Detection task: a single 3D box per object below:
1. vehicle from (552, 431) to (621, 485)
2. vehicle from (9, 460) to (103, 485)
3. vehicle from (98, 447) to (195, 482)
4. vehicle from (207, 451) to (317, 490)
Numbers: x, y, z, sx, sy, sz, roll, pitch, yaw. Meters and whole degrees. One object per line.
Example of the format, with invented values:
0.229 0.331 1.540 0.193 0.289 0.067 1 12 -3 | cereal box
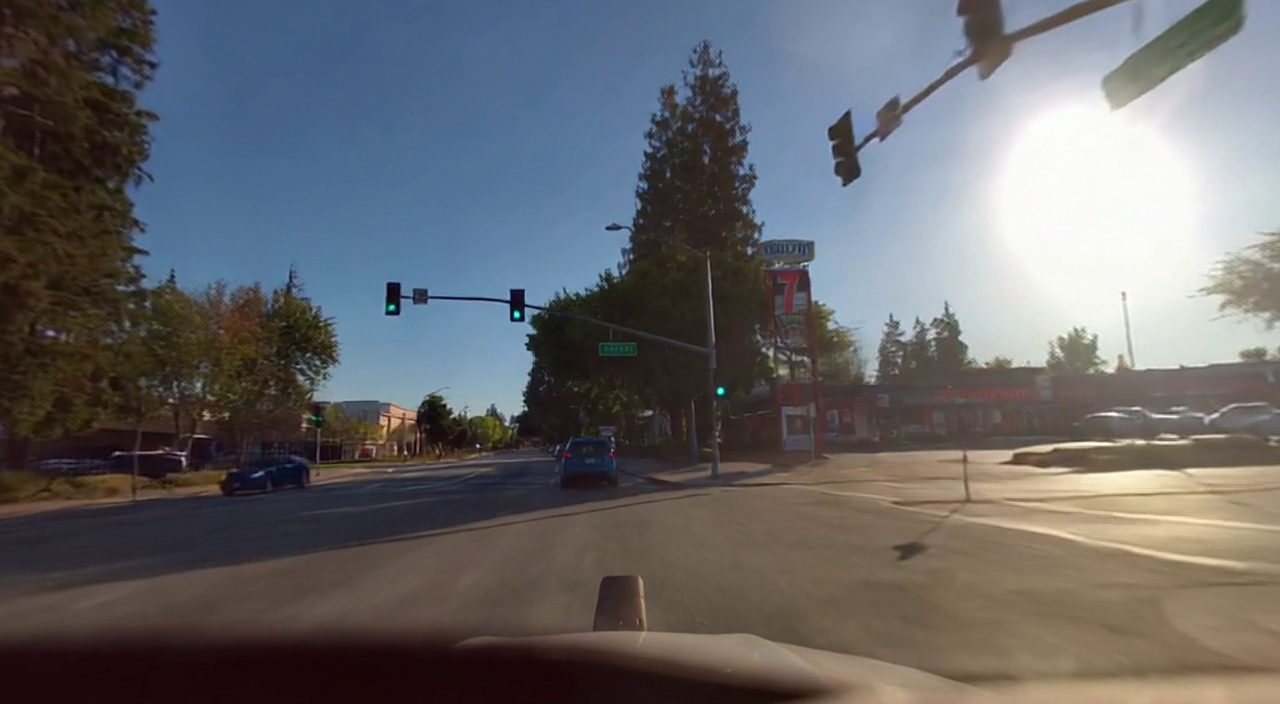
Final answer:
-1.907 3.751 22.586 2.227 1.733 3.930 1 -8 -5 | vehicle
-36.728 7.574 39.826 3.894 1.446 1.760 1 -8 -8 | vehicle
-26.625 6.041 34.278 2.142 1.671 4.083 0 -8 -4 | vehicle
-16.580 5.187 28.034 1.873 1.483 4.657 0 -8 2 | vehicle
